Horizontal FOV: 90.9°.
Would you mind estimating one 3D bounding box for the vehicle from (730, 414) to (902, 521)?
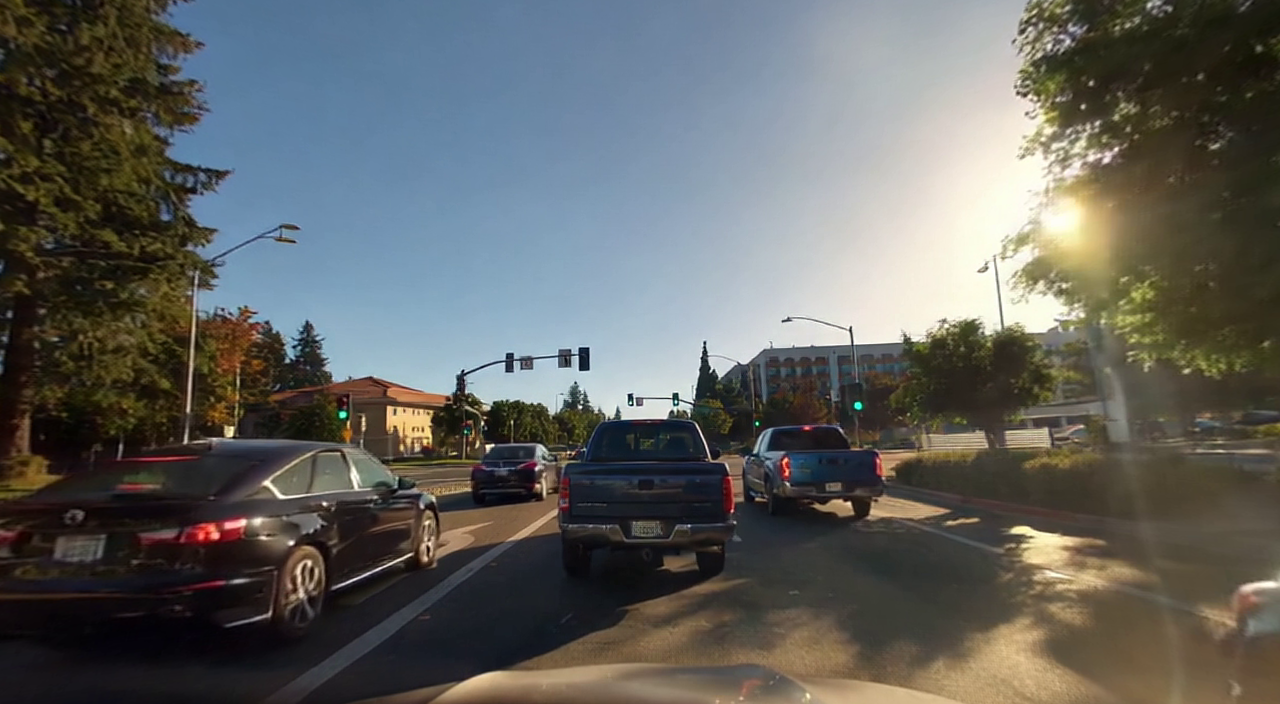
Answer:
[{"bbox_3d":[3.530,2.470,14.052,2.408,1.908,5.355,0,-8,1],"label":"vehicle"}]

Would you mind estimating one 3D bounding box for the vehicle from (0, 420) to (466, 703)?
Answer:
[{"bbox_3d":[-3.151,1.436,5.557,1.909,1.476,4.751,0,-8,-1],"label":"vehicle"}]

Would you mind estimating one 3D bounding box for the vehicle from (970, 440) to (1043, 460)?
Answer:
[{"bbox_3d":[26.358,7.049,45.395,4.180,1.376,1.583,0,-8,2],"label":"vehicle"}]

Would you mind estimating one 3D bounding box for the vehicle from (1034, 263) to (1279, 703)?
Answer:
[{"bbox_3d":[3.321,0.395,0.240,2.571,1.857,5.841,0,-8,0],"label":"vehicle"}]

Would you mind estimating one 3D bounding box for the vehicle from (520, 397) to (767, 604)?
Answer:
[{"bbox_3d":[0.043,1.566,7.449,2.113,1.768,3.901,0,-8,0],"label":"vehicle"}]

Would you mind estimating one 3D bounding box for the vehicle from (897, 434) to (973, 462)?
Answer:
[{"bbox_3d":[21.357,6.964,45.758,4.437,1.863,2.068,0,-6,3],"label":"vehicle"}]
